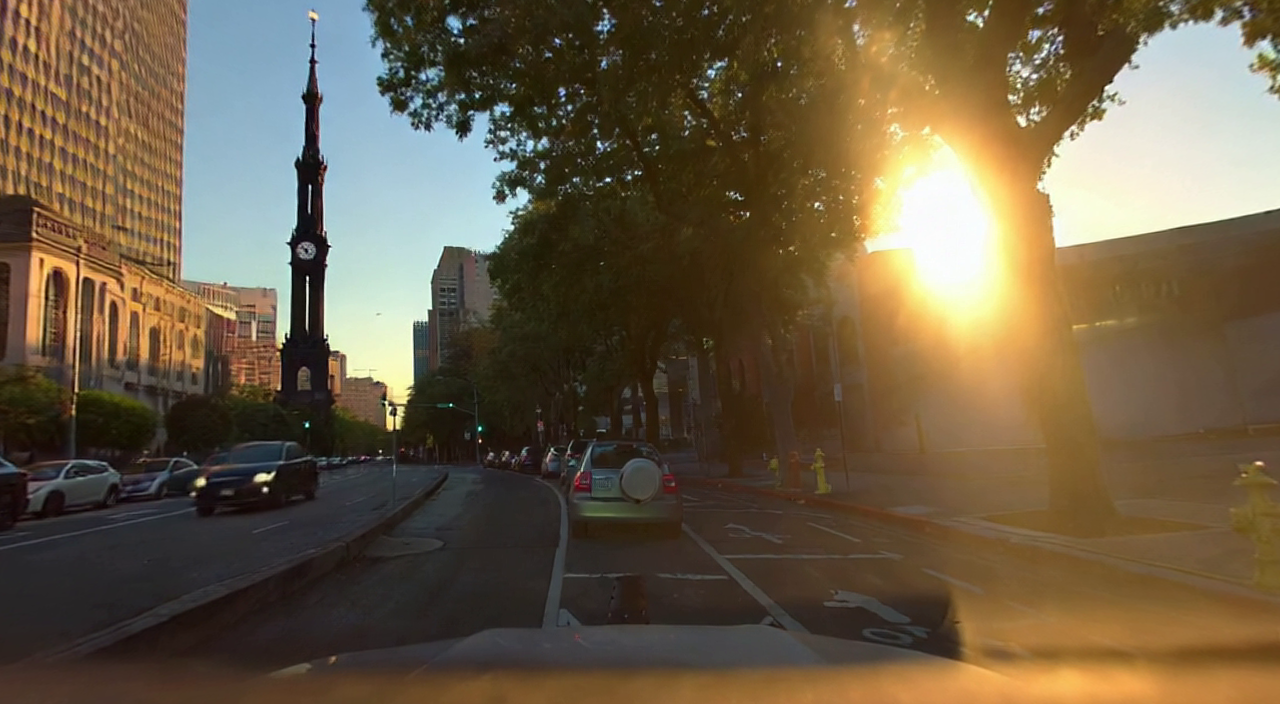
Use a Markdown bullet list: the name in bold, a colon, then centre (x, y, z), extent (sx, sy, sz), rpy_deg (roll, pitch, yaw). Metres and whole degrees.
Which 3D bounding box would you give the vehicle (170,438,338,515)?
- **vehicle**: centre (-9.907, 3.176, 16.712), extent (2.179, 1.698, 4.549), rpy_deg (1, -9, -10)

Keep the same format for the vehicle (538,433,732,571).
- **vehicle**: centre (-0.241, 1.942, 9.007), extent (2.142, 1.475, 4.051), rpy_deg (1, -8, -6)
